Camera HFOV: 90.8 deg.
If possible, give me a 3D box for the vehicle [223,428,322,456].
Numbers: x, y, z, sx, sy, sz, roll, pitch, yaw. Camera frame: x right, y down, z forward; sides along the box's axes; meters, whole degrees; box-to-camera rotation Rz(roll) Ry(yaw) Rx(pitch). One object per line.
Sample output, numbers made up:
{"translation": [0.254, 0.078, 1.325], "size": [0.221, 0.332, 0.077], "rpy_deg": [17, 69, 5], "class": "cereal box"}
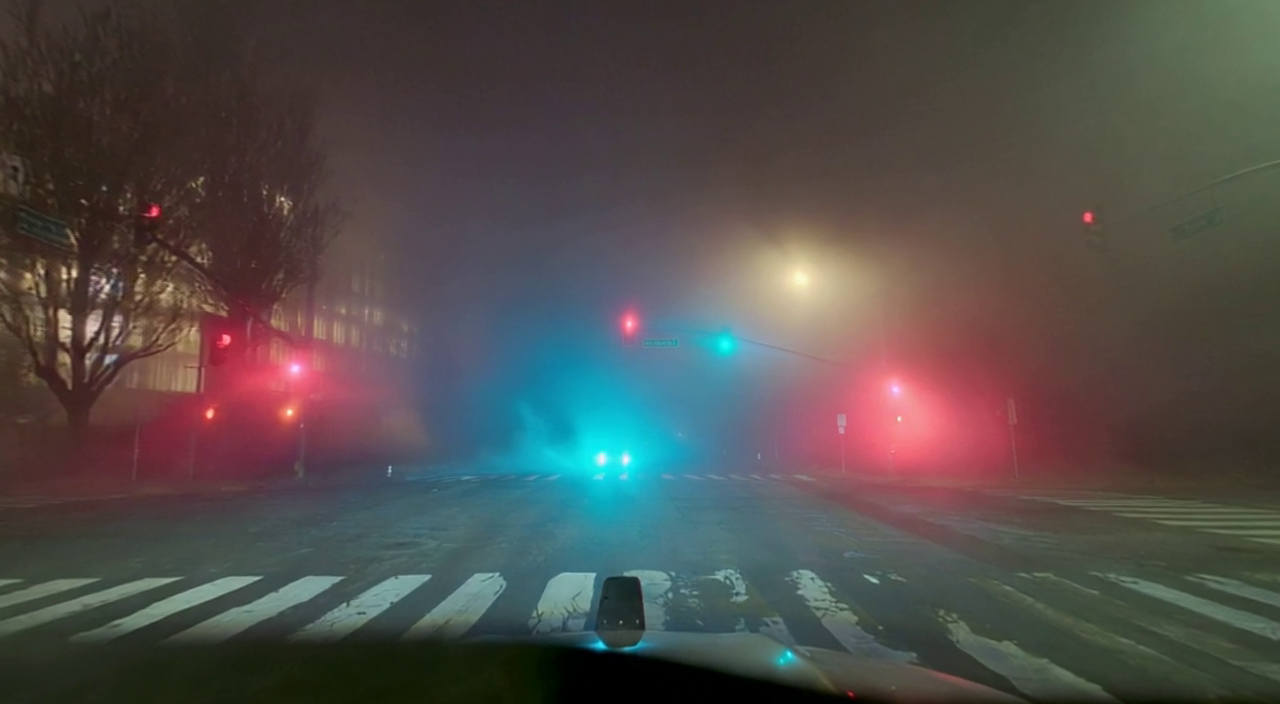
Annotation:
{"translation": [-22.406, 5.513, 38.690], "size": [4.765, 1.593, 1.891], "rpy_deg": [1, -9, -8], "class": "vehicle"}
